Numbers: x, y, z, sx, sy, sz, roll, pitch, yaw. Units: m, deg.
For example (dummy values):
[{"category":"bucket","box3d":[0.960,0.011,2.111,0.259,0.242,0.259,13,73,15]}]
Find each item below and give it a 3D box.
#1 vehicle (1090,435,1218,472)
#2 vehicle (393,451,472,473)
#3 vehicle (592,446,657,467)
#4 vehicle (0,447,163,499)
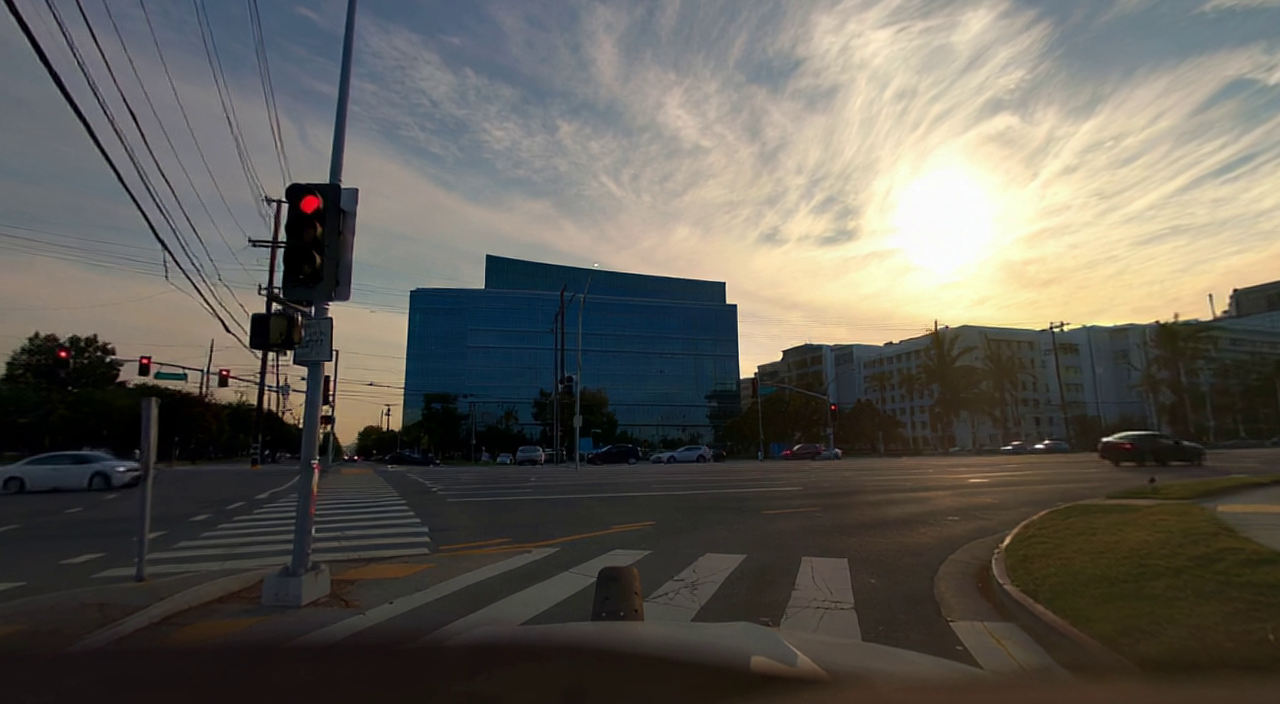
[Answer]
[{"category":"vehicle","box3d":[22.137,4.335,27.225,4.700,1.479,2.095,3,-9,-22]},{"category":"vehicle","box3d":[-14.101,7.445,42.997,4.837,1.407,1.818,4,-9,-26]},{"category":"vehicle","box3d":[-1.136,7.542,45.817,4.391,1.451,1.717,4,-9,-25]},{"category":"vehicle","box3d":[-17.480,3.673,19.587,4.799,1.438,1.899,-3,-9,21]}]
